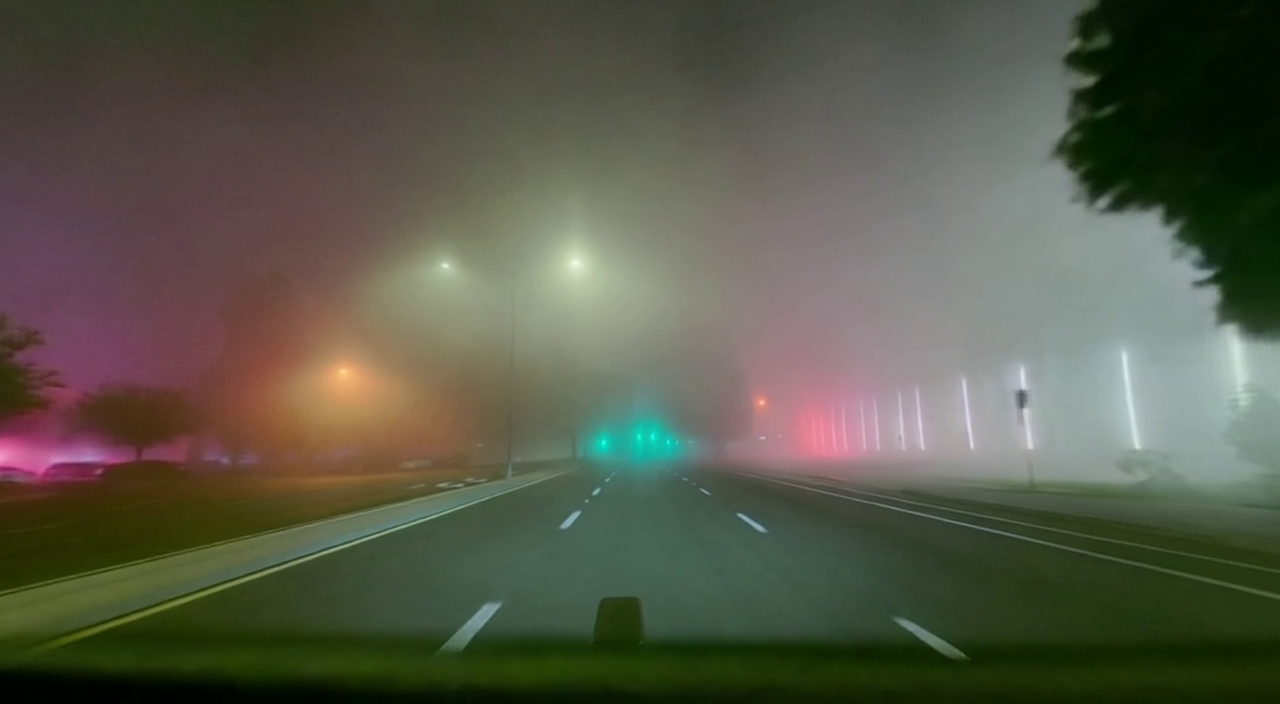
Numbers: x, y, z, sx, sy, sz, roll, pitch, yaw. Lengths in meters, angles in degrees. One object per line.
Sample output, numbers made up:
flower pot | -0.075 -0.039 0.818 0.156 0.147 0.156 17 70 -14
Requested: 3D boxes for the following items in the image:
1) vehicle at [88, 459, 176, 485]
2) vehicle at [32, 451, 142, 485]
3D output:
vehicle | -31.950 7.527 39.901 1.947 1.444 4.313 -1 -10 0
vehicle | -34.647 7.272 39.840 2.230 1.962 5.115 -1 -10 0
